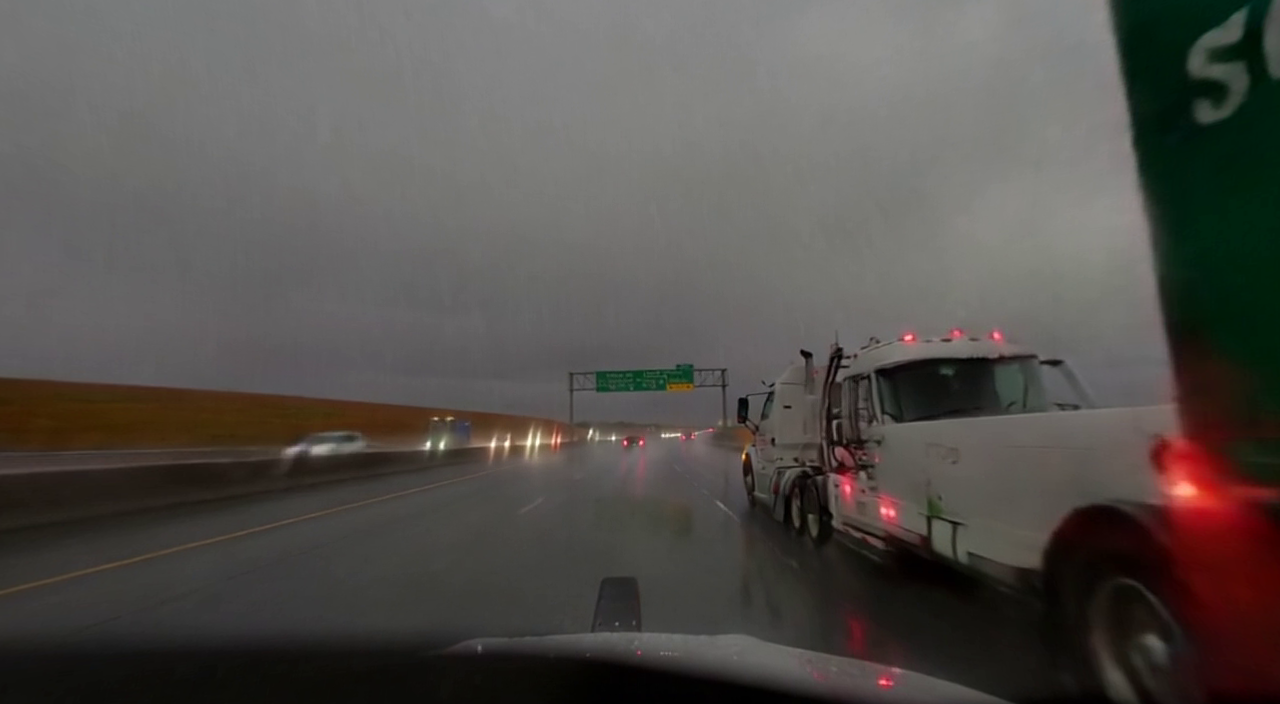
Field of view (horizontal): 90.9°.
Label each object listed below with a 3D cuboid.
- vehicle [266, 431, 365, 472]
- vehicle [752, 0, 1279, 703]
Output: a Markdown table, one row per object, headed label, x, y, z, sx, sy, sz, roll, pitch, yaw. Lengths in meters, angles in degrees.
| label | x | y | z | sx | sy | sz | roll | pitch | yaw |
| --- | --- | --- | --- | --- | --- | --- | --- | --- | --- |
| vehicle | -14.448 | 4.437 | 28.404 | 1.883 | 1.651 | 4.896 | 0 | -8 | 0 |
| vehicle | 3.664 | -0.217 | 3.810 | 2.976 | 4.077 | 14.571 | 0 | -8 | -1 |
